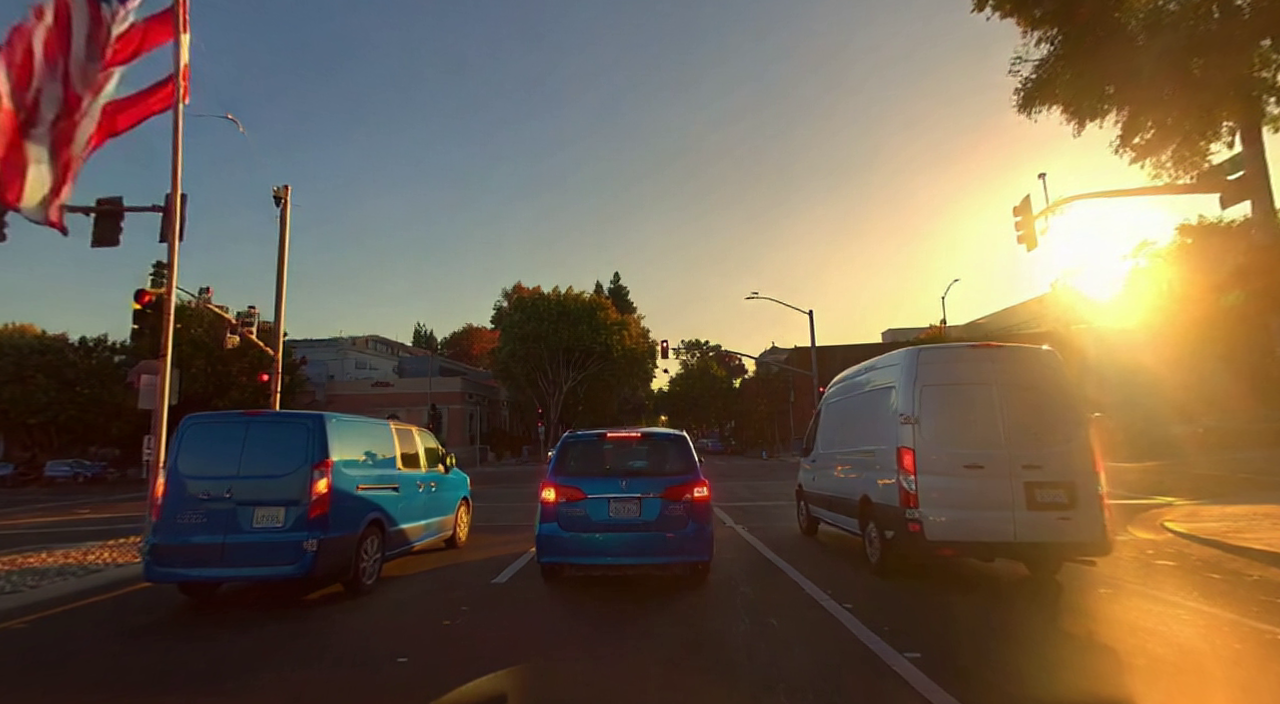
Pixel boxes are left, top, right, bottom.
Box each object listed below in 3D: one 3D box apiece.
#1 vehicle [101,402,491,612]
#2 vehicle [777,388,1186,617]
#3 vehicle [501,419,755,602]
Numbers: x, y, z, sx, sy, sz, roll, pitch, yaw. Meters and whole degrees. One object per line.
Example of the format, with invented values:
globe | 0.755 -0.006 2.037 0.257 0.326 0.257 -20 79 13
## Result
vehicle | -3.294 1.559 7.195 2.024 1.677 3.998 -1 -9 3
vehicle | 3.100 1.483 7.117 2.178 1.746 4.400 0 -9 1
vehicle | -0.139 1.622 7.351 2.098 1.494 4.118 0 -9 -1
